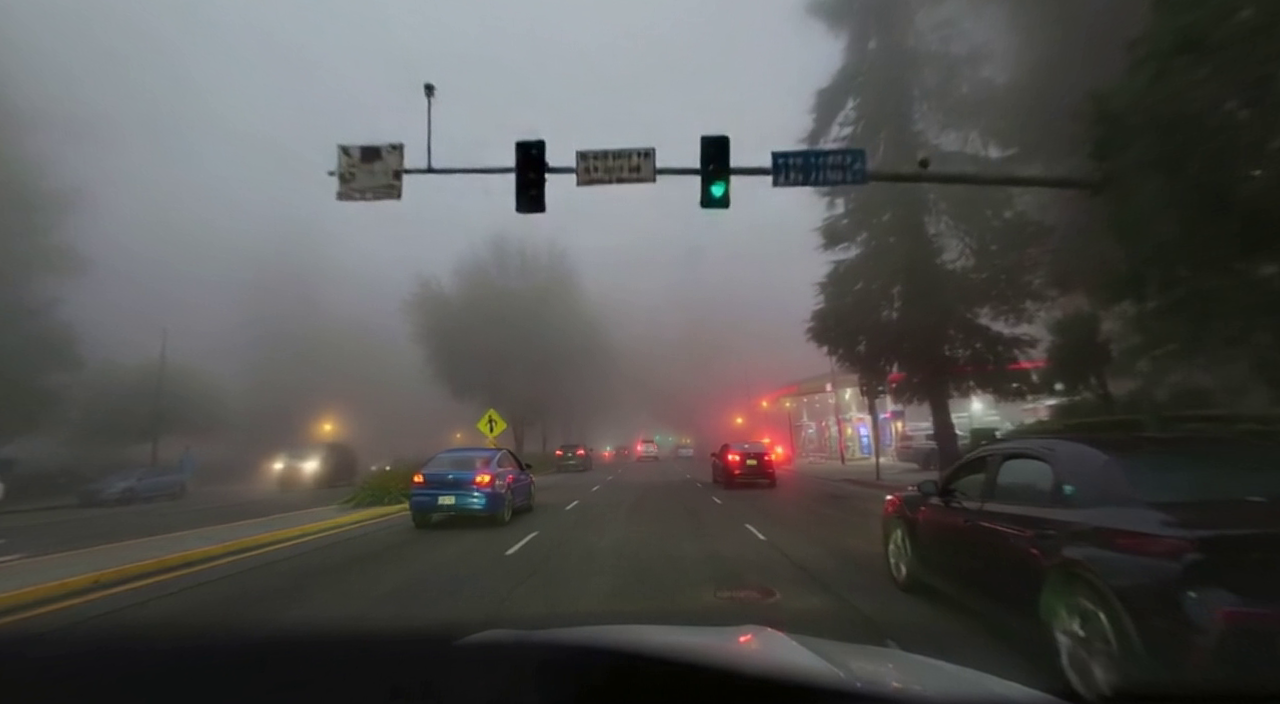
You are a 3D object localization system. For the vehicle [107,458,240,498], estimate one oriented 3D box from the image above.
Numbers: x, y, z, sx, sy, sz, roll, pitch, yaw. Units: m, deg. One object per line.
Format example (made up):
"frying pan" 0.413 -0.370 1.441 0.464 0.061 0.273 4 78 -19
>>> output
"vehicle" -20.518 5.531 28.057 2.223 1.461 4.721 0 -8 2

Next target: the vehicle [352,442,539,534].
"vehicle" -3.275 2.372 11.707 2.013 1.354 4.393 0 -8 1

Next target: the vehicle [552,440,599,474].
"vehicle" -3.318 5.480 33.211 1.988 1.645 3.995 0 -8 1

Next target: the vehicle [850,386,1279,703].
"vehicle" 3.152 1.190 4.304 1.919 1.502 4.572 0 -8 1

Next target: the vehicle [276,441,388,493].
"vehicle" -11.716 4.360 24.398 2.012 1.781 4.599 0 -8 0

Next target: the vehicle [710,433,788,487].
"vehicle" 3.830 3.879 23.008 1.980 1.709 4.813 0 -8 0

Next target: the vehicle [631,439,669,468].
"vehicle" 0.600 6.229 38.740 2.192 1.674 4.124 0 -8 0
